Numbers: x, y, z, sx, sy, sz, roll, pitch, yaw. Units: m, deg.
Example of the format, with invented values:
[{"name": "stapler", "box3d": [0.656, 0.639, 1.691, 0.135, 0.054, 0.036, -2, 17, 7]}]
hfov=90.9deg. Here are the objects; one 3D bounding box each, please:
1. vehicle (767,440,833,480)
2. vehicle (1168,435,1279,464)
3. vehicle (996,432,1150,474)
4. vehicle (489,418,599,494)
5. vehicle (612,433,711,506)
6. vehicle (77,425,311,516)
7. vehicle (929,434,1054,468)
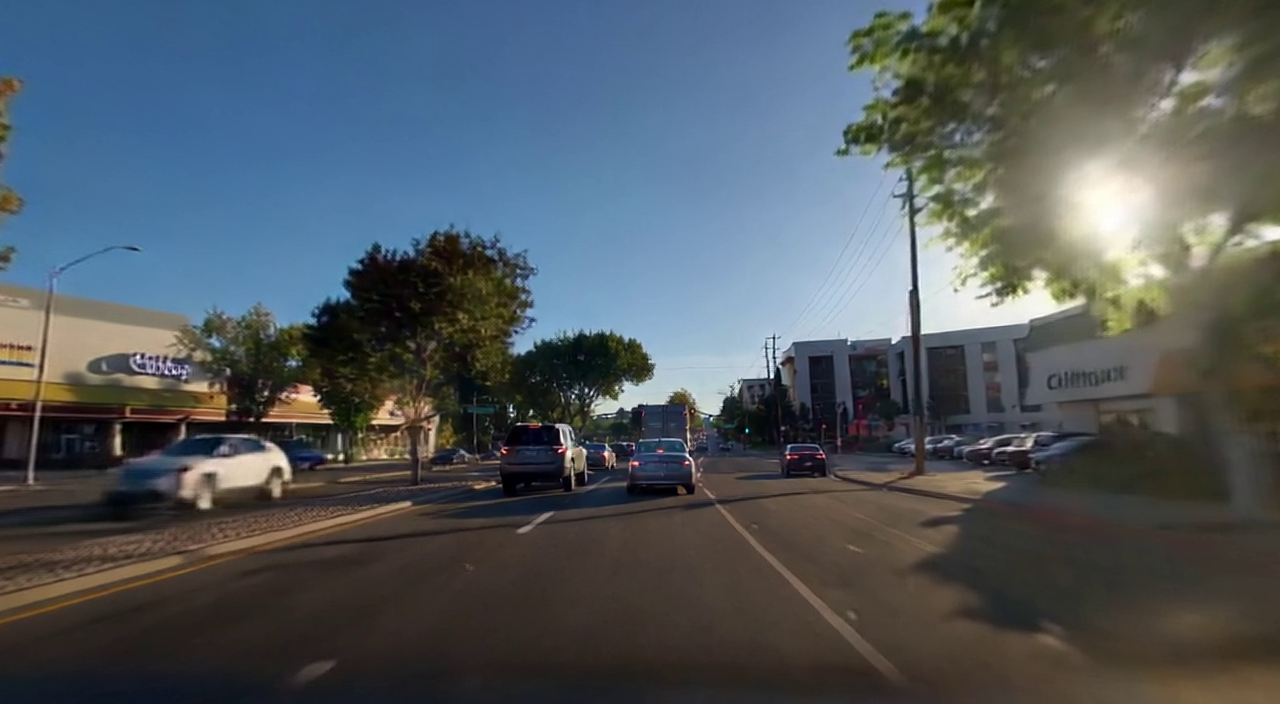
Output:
[{"name": "vehicle", "box3d": [6.462, 4.382, 25.924, 1.900, 1.507, 4.151, -1, -8, 5]}, {"name": "vehicle", "box3d": [32.085, 5.320, 34.370, 1.903, 1.447, 4.820, 1, -9, -11]}, {"name": "vehicle", "box3d": [16.202, 3.781, 23.766, 4.323, 1.496, 1.937, 0, -8, 0]}, {"name": "vehicle", "box3d": [-2.655, 3.068, 18.950, 2.289, 1.935, 5.227, -1, -8, 2]}, {"name": "vehicle", "box3d": [0.420, 2.755, 15.232, 2.061, 1.494, 4.079, 0, -8, -1]}, {"name": "vehicle", "box3d": [-8.612, 2.304, 12.732, 1.795, 1.508, 4.057, 0, -8, -1]}, {"name": "vehicle", "box3d": [15.627, 4.410, 28.184, 4.436, 1.466, 1.875, 0, -8, -2]}]
